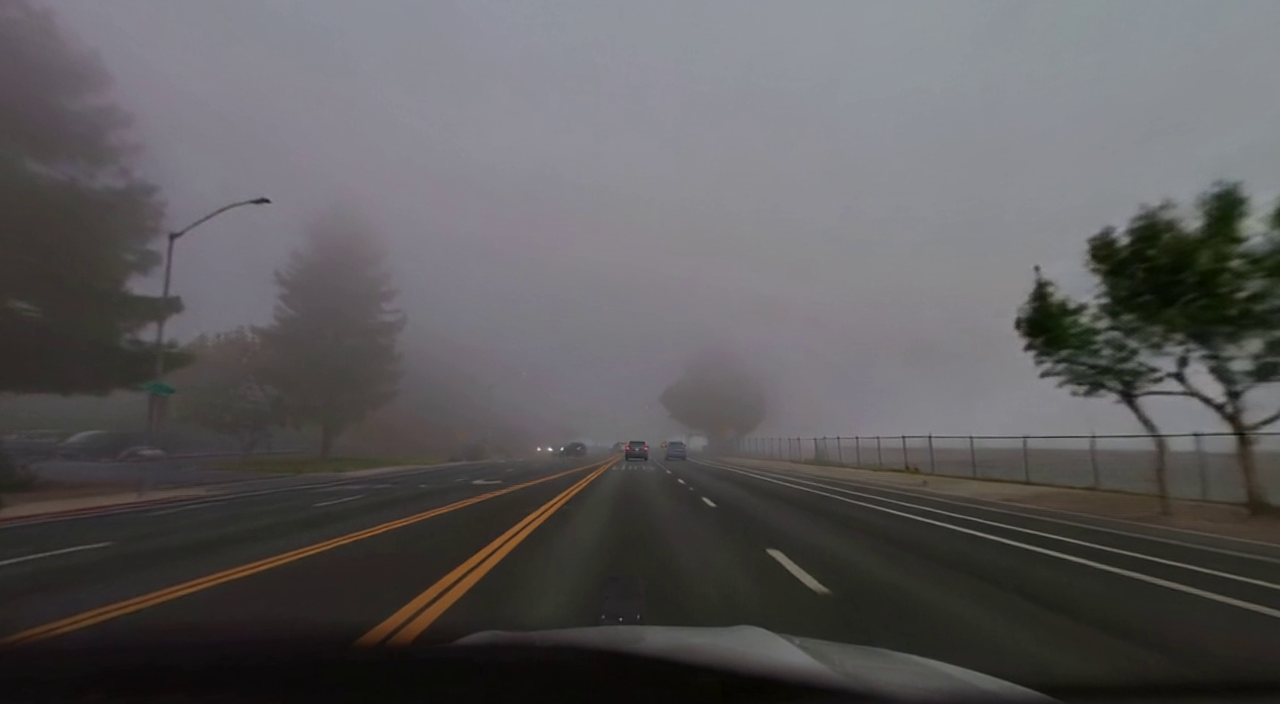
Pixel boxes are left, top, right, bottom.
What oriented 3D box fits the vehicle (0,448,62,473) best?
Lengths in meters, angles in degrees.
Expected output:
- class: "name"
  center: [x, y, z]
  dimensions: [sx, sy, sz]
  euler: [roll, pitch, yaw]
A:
- class: "vehicle"
  center: [-39.187, 6.777, 39.483]
  dimensions: [1.763, 1.419, 4.591]
  euler: [-1, -7, 0]
